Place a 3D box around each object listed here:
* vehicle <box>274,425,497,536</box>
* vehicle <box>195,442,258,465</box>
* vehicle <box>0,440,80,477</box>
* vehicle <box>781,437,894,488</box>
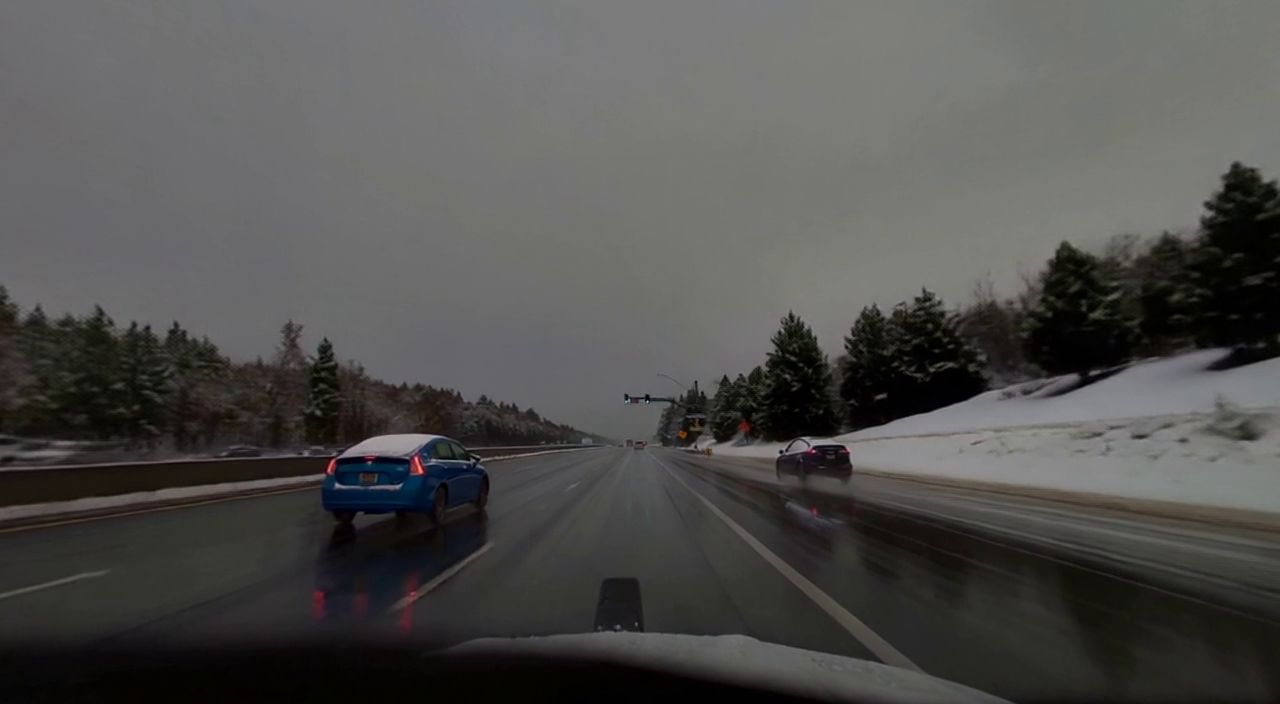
[{"bbox_3d":[-4.029,2.109,10.966,1.987,1.516,4.478,0,-9,0],"label":"vehicle"},{"bbox_3d":[-32.478,7.954,49.607,1.913,1.688,4.438,0,-9,-1],"label":"vehicle"},{"bbox_3d":[-32.717,5.541,32.892,2.000,1.799,5.295,0,-9,0],"label":"vehicle"},{"bbox_3d":[6.374,3.620,21.028,2.049,1.481,4.774,1,-9,-2],"label":"vehicle"}]
